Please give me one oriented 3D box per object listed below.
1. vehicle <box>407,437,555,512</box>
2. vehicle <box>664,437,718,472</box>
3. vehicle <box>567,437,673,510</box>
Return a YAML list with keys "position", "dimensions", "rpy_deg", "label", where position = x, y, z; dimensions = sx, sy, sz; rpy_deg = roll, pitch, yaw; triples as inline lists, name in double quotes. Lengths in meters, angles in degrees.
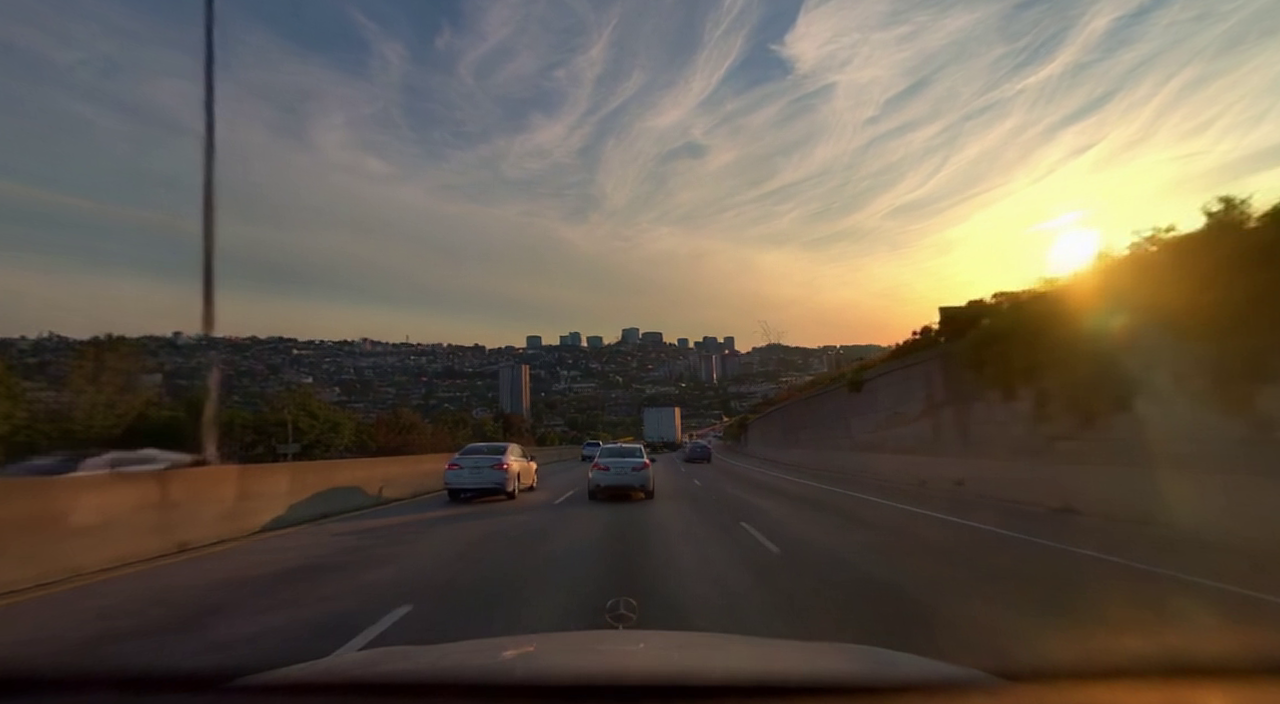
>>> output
- position: [-3.514, 2.832, 15.140]
  dimensions: [2.130, 1.474, 5.027]
  rpy_deg: [-1, -9, 2]
  label: "vehicle"
- position: [2.567, 5.319, 32.935]
  dimensions: [2.166, 1.666, 4.618]
  rpy_deg: [0, -9, -3]
  label: "vehicle"
- position: [-0.361, 2.770, 14.814]
  dimensions: [2.136, 1.470, 3.971]
  rpy_deg: [-1, -9, 1]
  label: "vehicle"
